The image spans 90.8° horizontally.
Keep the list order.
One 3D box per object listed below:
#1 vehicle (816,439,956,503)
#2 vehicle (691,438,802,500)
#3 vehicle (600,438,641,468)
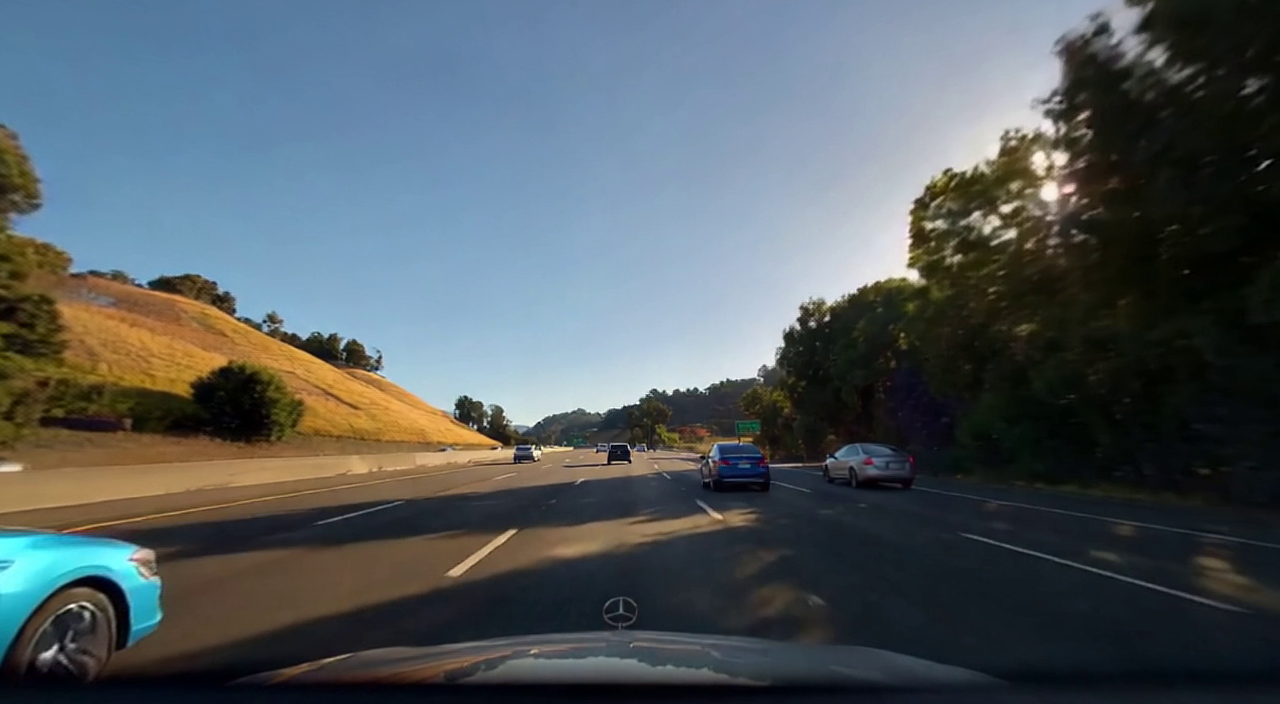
[{"bbox_3d":[6.366,3.104,16.968,1.845,1.452,4.352,0,-8,-2],"label":"vehicle"},{"bbox_3d":[2.800,3.212,17.844,2.120,1.492,4.734,0,-8,-3],"label":"vehicle"},{"bbox_3d":[-1.152,6.016,37.768,2.277,1.675,4.023,0,-8,-2],"label":"vehicle"}]
